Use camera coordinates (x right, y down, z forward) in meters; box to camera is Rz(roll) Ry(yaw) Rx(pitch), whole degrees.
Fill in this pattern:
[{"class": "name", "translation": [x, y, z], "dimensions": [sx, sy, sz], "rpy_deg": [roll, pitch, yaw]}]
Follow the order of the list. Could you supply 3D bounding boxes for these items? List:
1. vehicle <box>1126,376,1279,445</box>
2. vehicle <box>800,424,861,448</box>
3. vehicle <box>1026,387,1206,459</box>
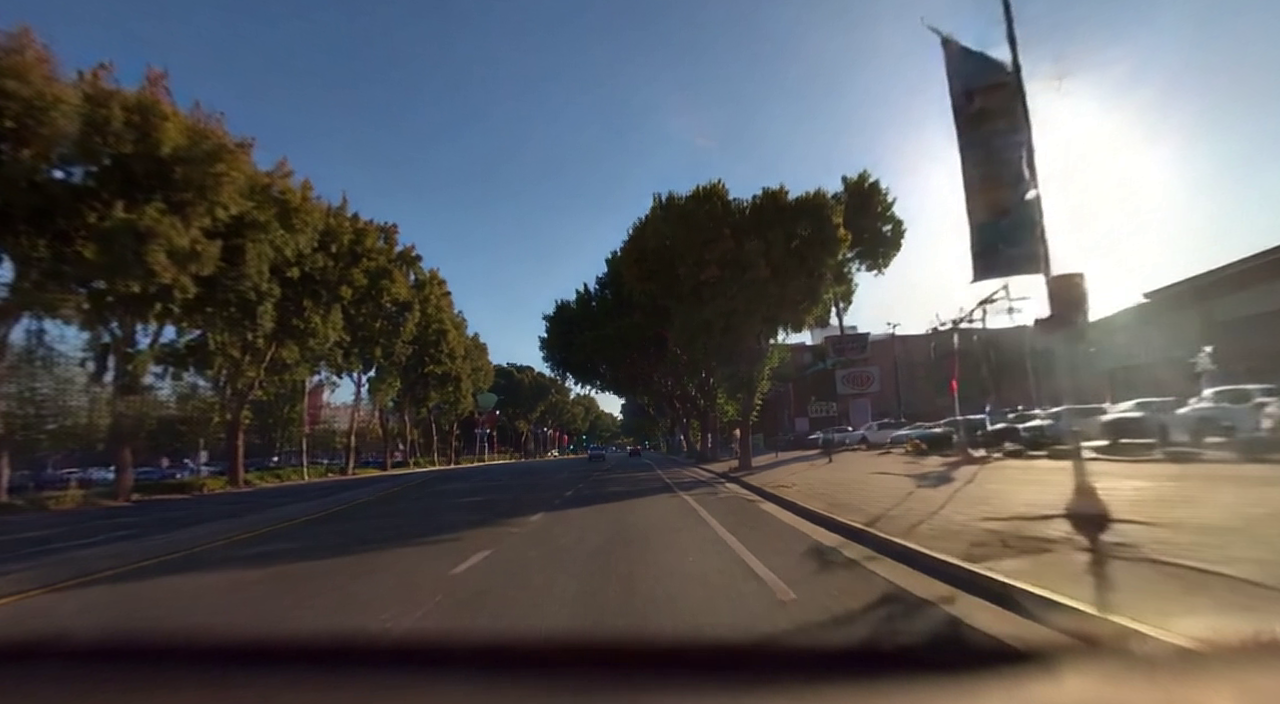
[{"class": "vehicle", "translation": [12.845, 1.296, 13.631], "dimensions": [3.255, 1.363, 1.549], "rpy_deg": [-1, -10, 3]}, {"class": "vehicle", "translation": [13.555, 6.003, 45.020], "dimensions": [3.756, 1.580, 1.886], "rpy_deg": [-1, -9, 3]}, {"class": "vehicle", "translation": [12.517, 1.879, 16.718], "dimensions": [3.351, 1.387, 1.579], "rpy_deg": [-7, -7, -1]}]
